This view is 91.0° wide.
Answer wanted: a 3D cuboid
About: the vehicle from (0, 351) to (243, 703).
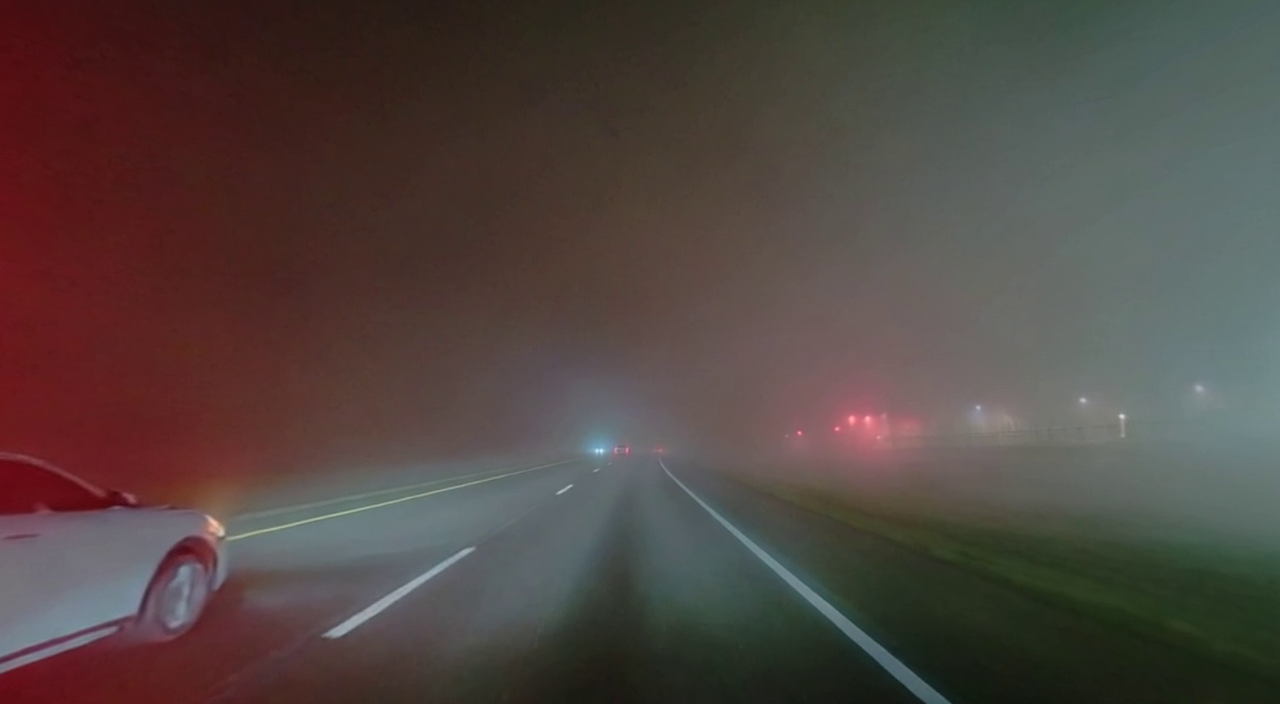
[{"bbox_3d":[-4.205,0.793,2.410,2.193,1.771,4.757,0,-9,1],"label":"vehicle"}]
